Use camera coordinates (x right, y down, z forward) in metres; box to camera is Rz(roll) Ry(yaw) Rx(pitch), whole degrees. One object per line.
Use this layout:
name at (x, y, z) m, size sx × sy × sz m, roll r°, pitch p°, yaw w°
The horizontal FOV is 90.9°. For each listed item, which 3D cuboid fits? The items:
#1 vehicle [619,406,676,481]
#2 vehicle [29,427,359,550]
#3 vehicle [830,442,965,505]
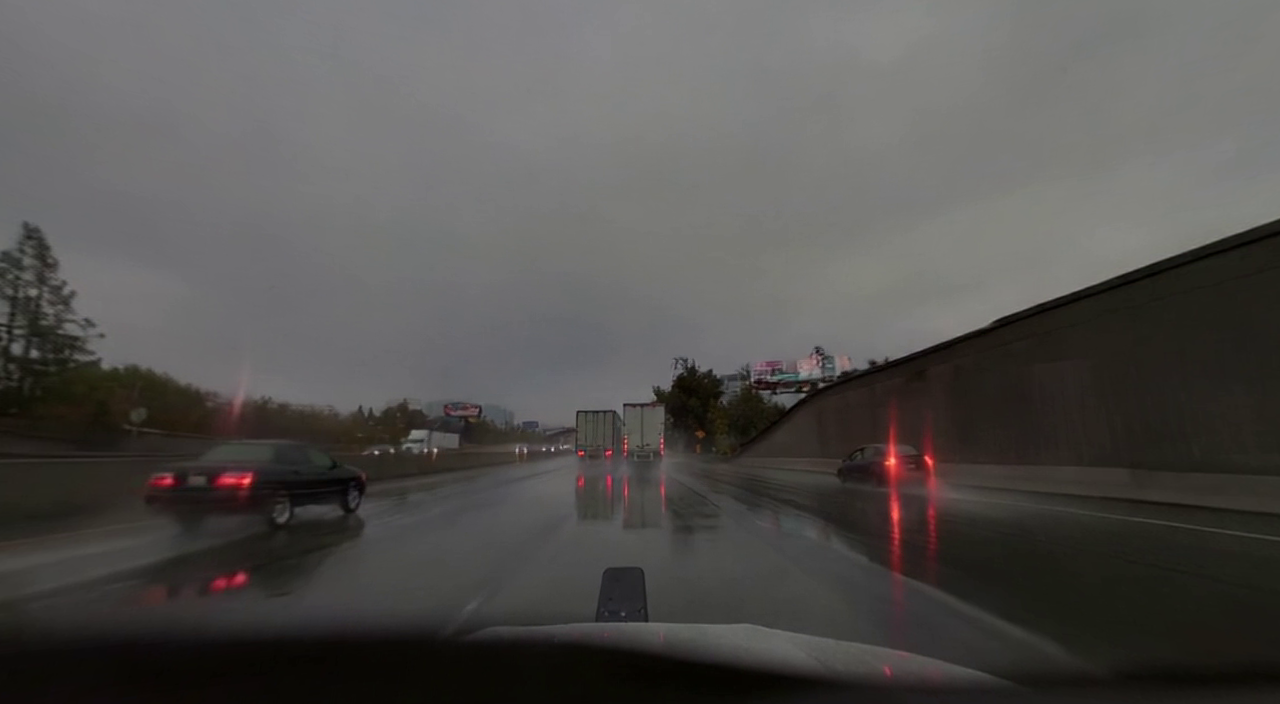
vehicle at (0.365, 5.460, 39.359) m, size 3.054 × 3.944 × 11.230 m, roll 0°, pitch -6°, yaw 0°
vehicle at (-6.720, 2.081, 10.399) m, size 1.992 × 1.547 × 4.673 m, roll 0°, pitch -8°, yaw 1°
vehicle at (7.121, 3.374, 18.024) m, size 1.969 × 1.560 × 4.394 m, roll 0°, pitch -8°, yaw 0°
